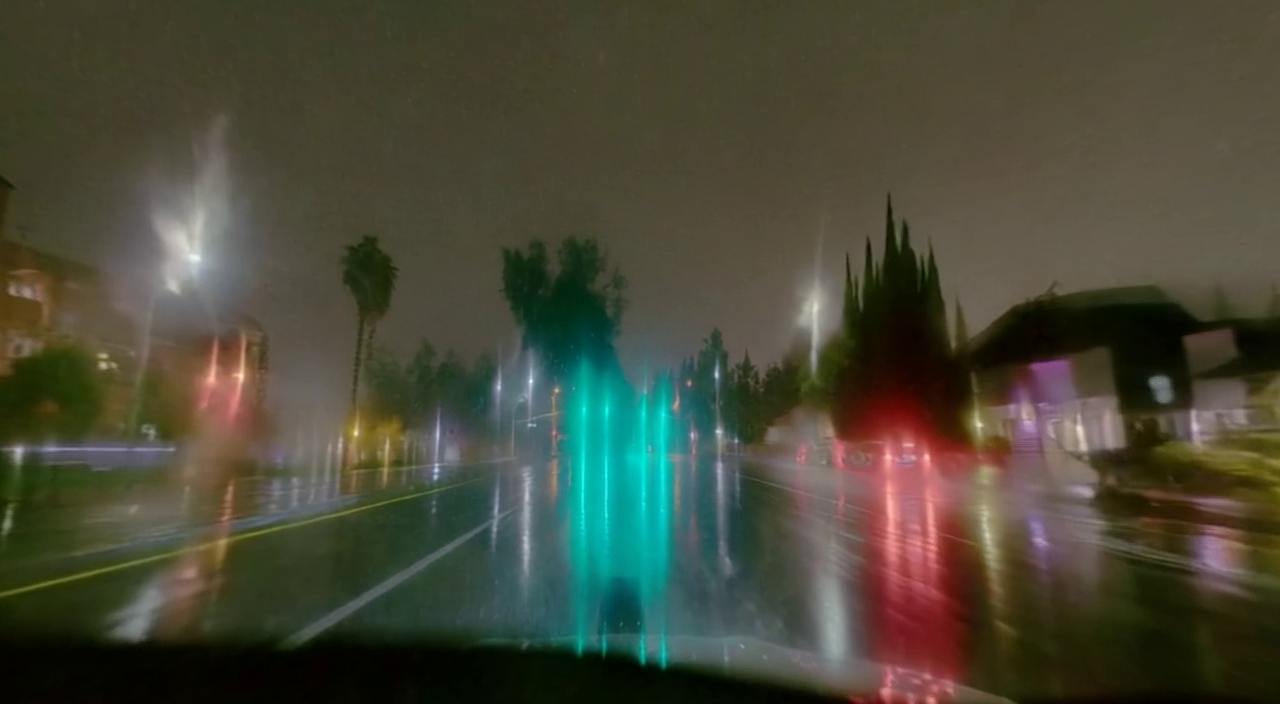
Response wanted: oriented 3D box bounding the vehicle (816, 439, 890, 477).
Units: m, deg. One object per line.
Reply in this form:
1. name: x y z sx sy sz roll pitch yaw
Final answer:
1. vehicle: 10.107 5.052 30.368 2.044 1.705 4.668 0 -9 1
